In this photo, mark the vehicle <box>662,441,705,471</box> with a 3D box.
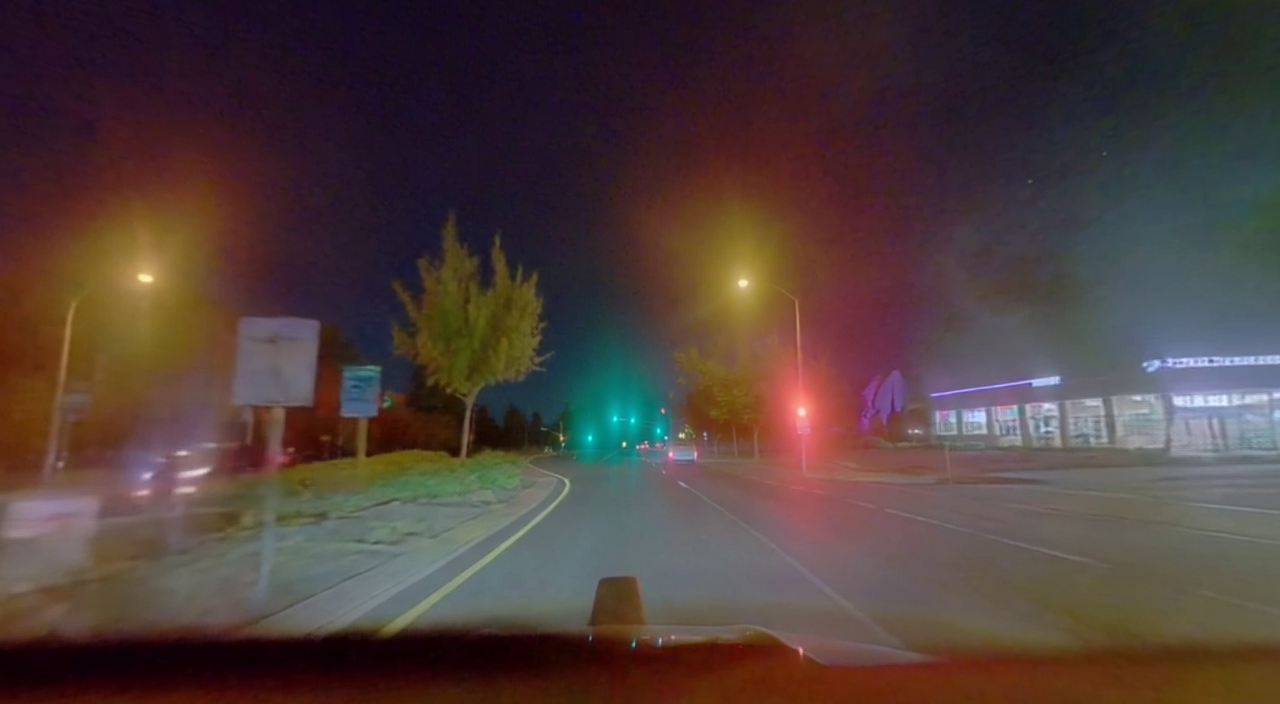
[{"bbox_3d":[2.407,5.927,36.111,1.961,1.580,4.020,0,-8,-3],"label":"vehicle"}]

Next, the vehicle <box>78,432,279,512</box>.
[{"bbox_3d":[-11.766,3.049,16.656,1.953,1.761,4.702,0,-8,-4],"label":"vehicle"}]
